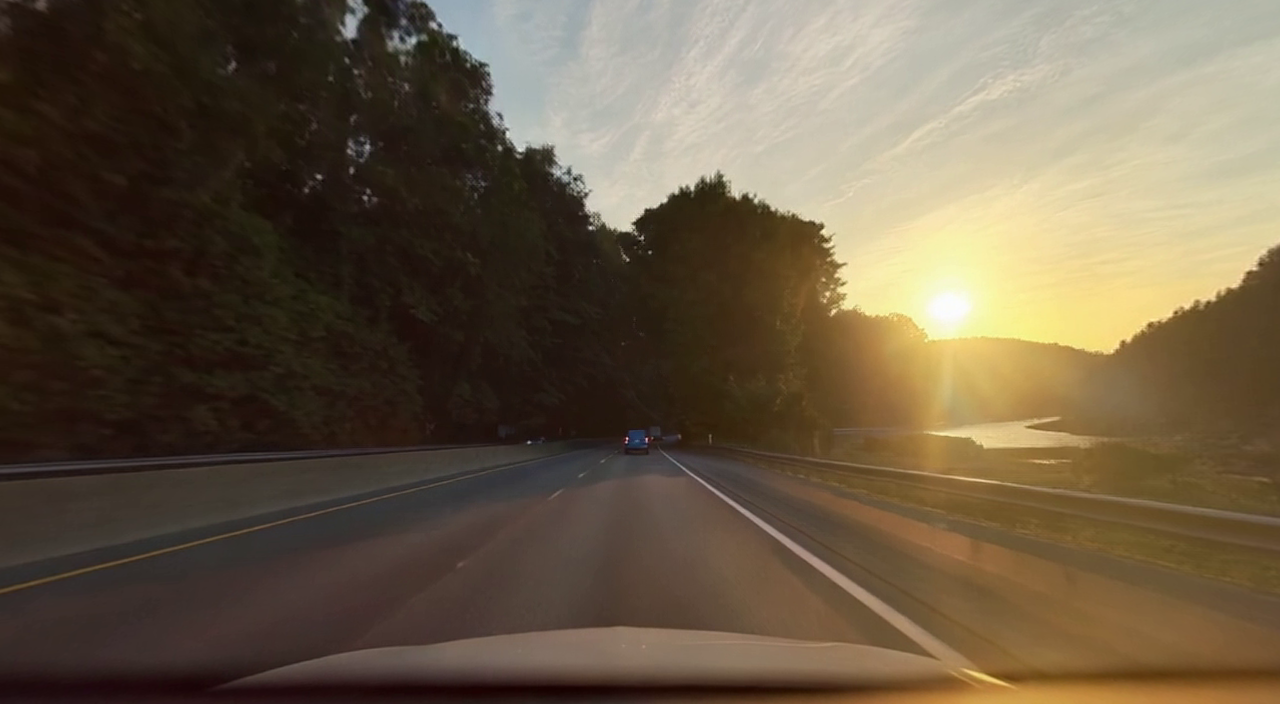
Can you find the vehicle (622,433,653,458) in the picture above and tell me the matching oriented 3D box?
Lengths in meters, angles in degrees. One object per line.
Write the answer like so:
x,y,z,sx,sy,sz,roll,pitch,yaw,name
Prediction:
-0.182,6.630,44.678,2.094,1.653,4.283,0,-8,-1,vehicle
